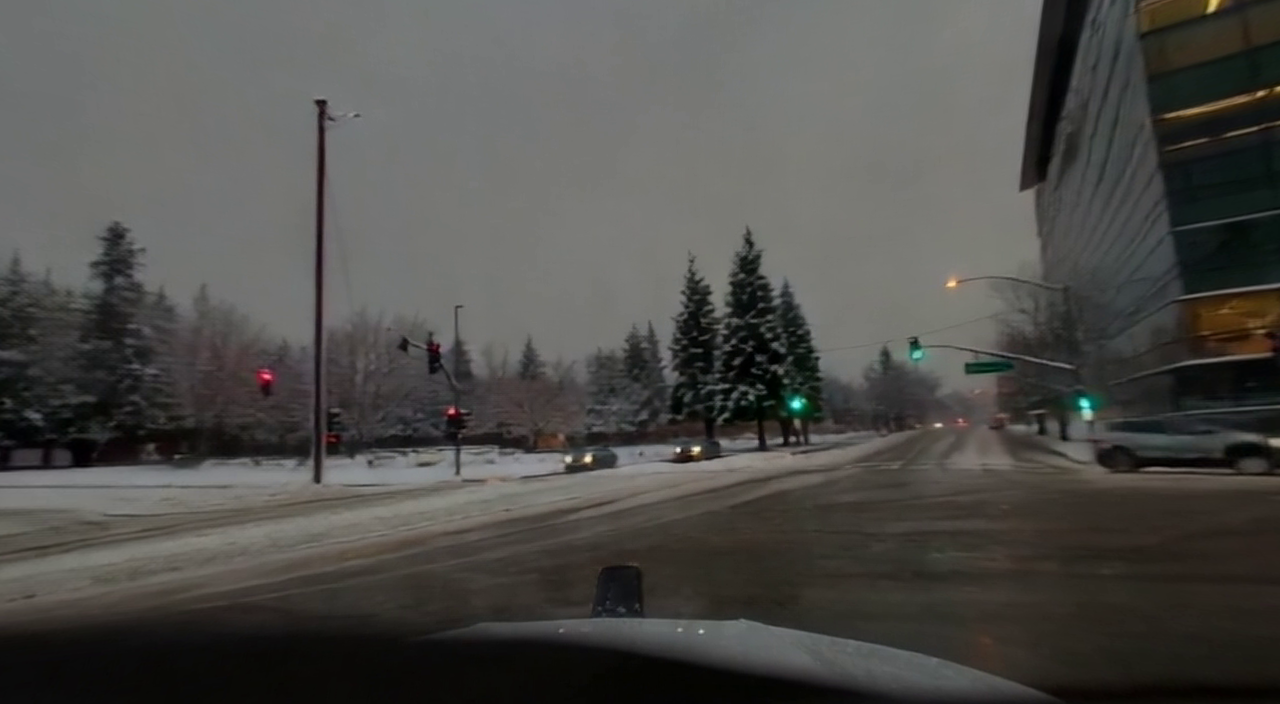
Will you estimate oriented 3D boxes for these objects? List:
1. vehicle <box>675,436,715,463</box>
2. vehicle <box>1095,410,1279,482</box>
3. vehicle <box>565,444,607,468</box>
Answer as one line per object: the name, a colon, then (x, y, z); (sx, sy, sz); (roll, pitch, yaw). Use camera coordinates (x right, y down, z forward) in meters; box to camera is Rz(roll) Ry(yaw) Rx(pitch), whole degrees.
vehicle: (3.585, 6.229, 40.419); (2.034, 1.663, 4.025); (-2, -9, 12)
vehicle: (14.900, 2.443, 16.372); (4.652, 1.674, 1.998); (-8, -12, 43)
vehicle: (-3.586, 6.982, 42.624); (1.786, 1.499, 3.797); (-2, -9, 12)
